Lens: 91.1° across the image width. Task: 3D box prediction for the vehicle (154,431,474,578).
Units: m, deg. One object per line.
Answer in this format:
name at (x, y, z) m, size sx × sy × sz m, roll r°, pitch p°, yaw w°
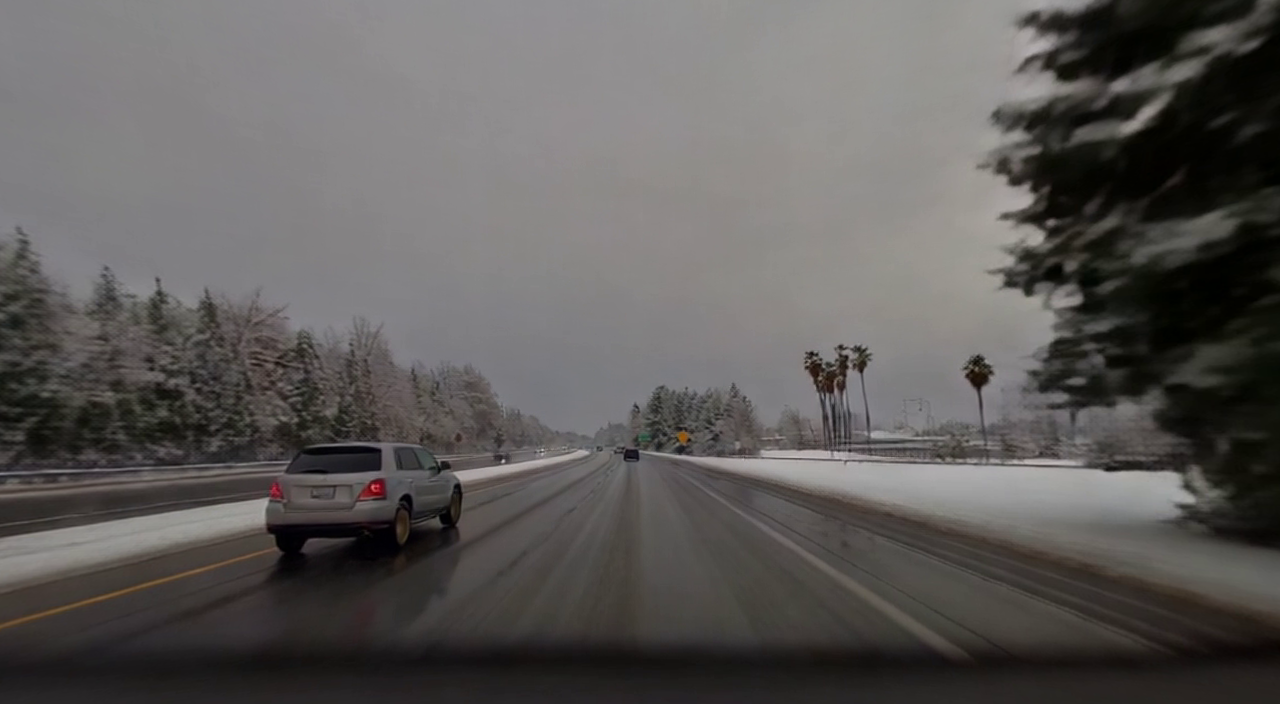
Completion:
vehicle at (-4.163, 2.004, 9.218) m, size 2.092 × 1.562 × 4.748 m, roll 0°, pitch -8°, yaw 1°
